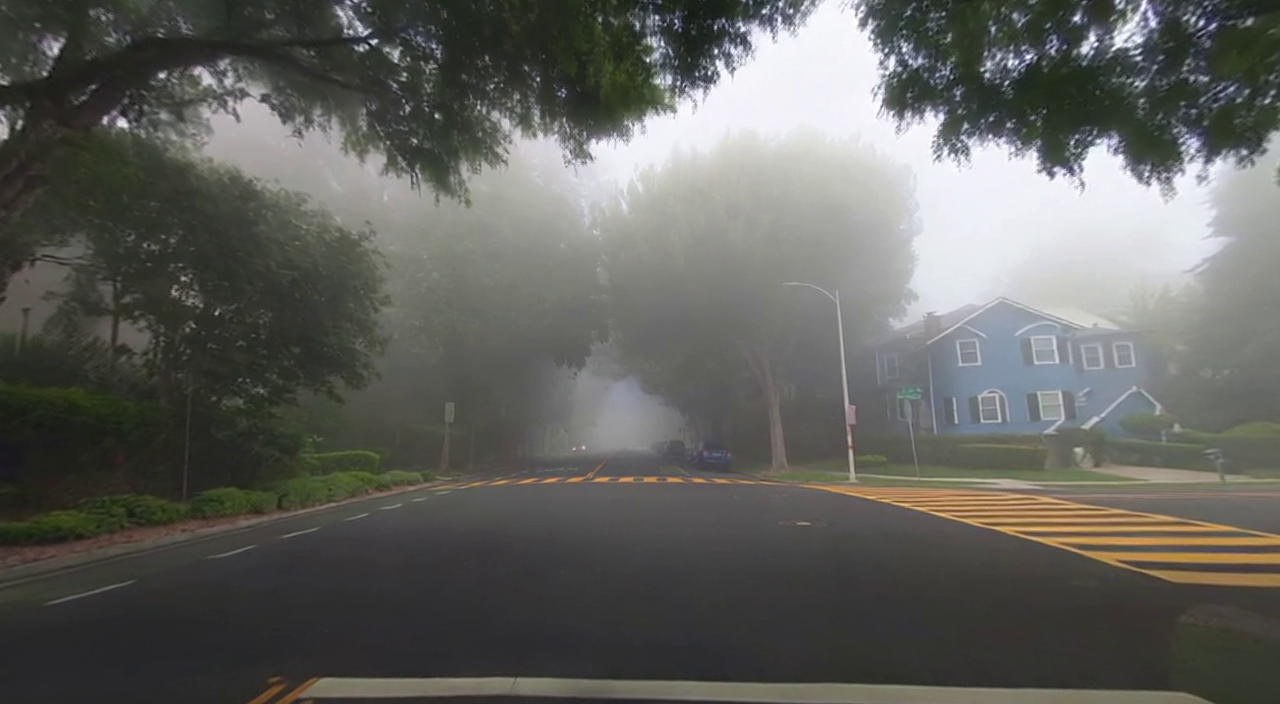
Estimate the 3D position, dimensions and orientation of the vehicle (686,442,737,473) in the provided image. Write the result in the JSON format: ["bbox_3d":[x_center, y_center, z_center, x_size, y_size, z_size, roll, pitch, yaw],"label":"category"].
[{"bbox_3d":[3.605,5.413,32.694,1.961,1.472,4.434,0,-9,-2],"label":"vehicle"}]
